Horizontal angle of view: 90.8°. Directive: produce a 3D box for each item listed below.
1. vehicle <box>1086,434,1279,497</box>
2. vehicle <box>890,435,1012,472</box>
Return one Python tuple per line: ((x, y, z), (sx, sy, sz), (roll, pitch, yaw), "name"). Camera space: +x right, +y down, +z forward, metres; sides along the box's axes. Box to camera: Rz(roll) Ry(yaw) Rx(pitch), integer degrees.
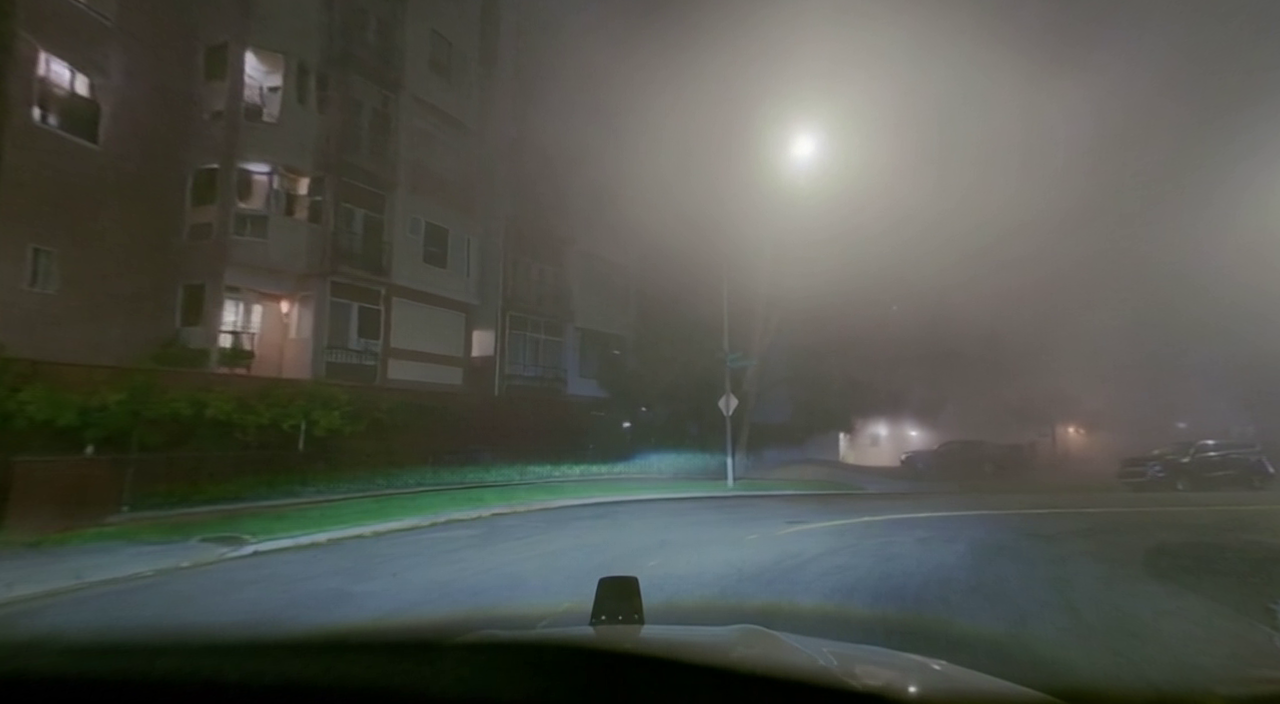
((16.226, 3.334, 18.752), (4.584, 1.744, 1.946), (1, -9, -6), "vehicle")
((13.327, 4.337, 27.097), (4.714, 1.458, 1.812), (3, -9, -18), "vehicle")
